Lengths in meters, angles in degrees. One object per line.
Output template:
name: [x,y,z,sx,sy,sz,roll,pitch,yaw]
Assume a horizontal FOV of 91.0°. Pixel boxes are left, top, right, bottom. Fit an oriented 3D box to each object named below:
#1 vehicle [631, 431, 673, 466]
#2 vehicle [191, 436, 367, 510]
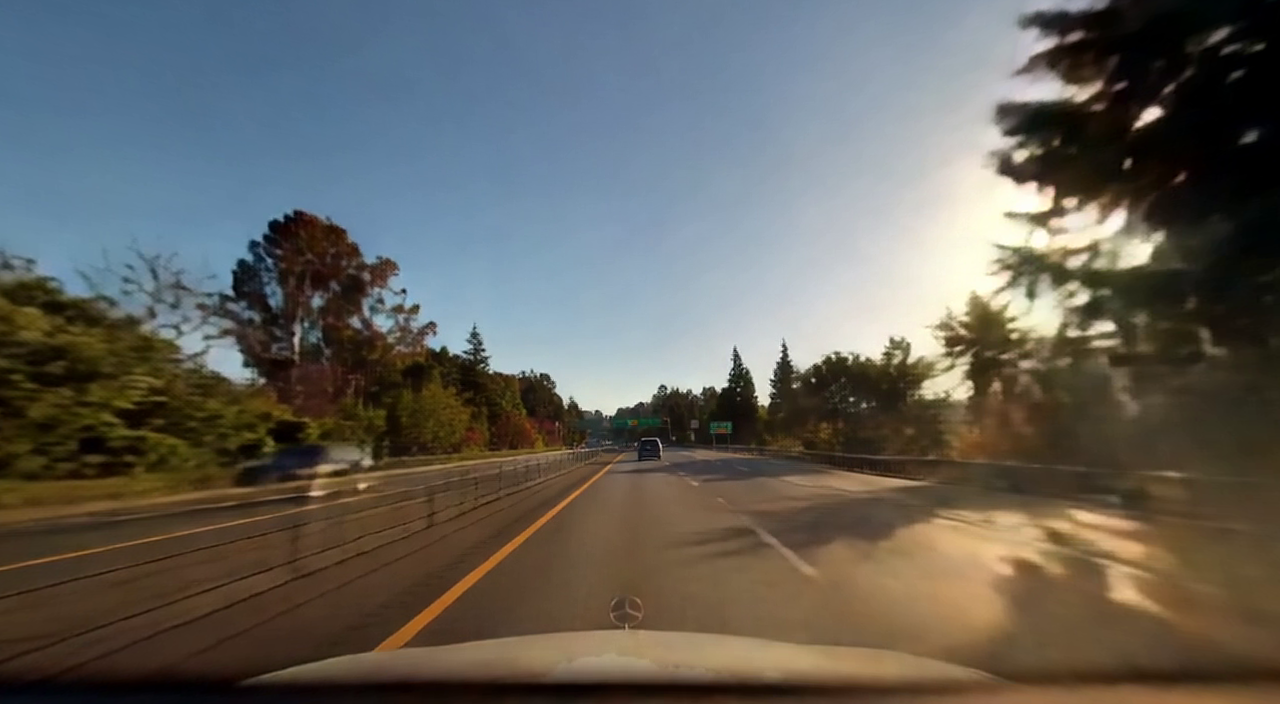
vehicle: [0.698,5.677,37.218,2.301,1.944,4.554,0,-8,1]
vehicle: [-8.442,2.821,15.220,1.863,1.529,4.010,0,-8,0]
